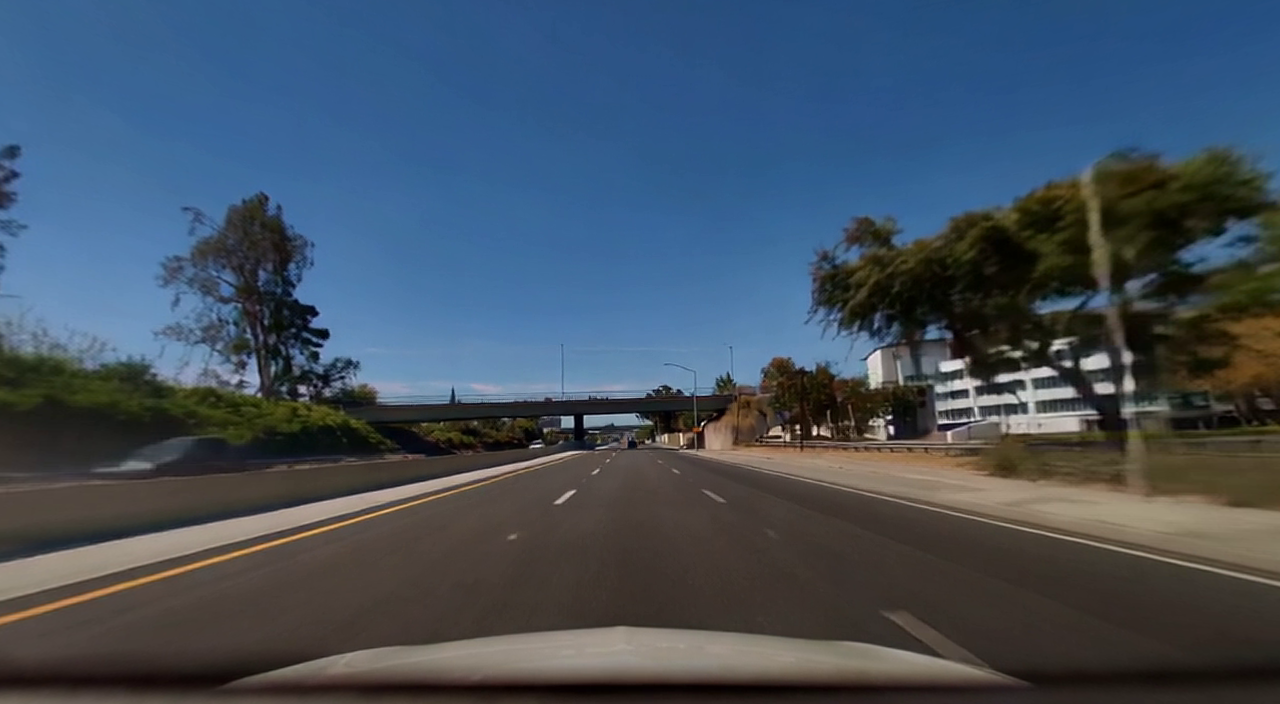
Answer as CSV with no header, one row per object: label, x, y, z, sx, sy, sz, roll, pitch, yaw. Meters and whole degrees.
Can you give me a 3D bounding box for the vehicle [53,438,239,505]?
vehicle,-14.216,3.416,18.546,1.944,1.690,4.429,-1,-8,-1
